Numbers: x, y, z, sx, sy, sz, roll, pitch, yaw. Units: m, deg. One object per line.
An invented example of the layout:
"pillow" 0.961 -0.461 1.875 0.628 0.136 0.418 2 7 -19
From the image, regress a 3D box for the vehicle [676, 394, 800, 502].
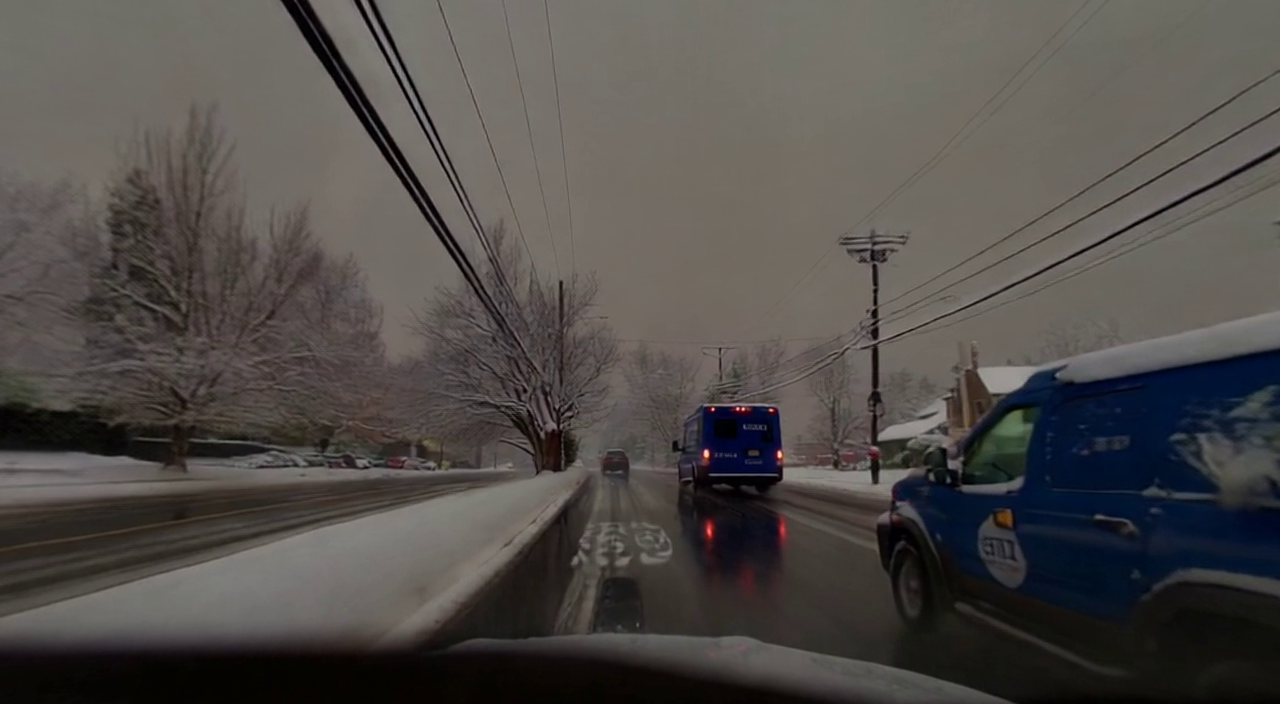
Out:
"vehicle" 2.652 2.865 18.929 2.406 2.687 5.521 -1 -9 -4

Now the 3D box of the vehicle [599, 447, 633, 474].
"vehicle" -1.726 7.530 44.017 2.114 1.707 3.725 0 -9 -5

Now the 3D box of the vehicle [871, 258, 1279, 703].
"vehicle" 3.182 0.769 2.918 2.194 1.922 4.822 -1 -9 -2
